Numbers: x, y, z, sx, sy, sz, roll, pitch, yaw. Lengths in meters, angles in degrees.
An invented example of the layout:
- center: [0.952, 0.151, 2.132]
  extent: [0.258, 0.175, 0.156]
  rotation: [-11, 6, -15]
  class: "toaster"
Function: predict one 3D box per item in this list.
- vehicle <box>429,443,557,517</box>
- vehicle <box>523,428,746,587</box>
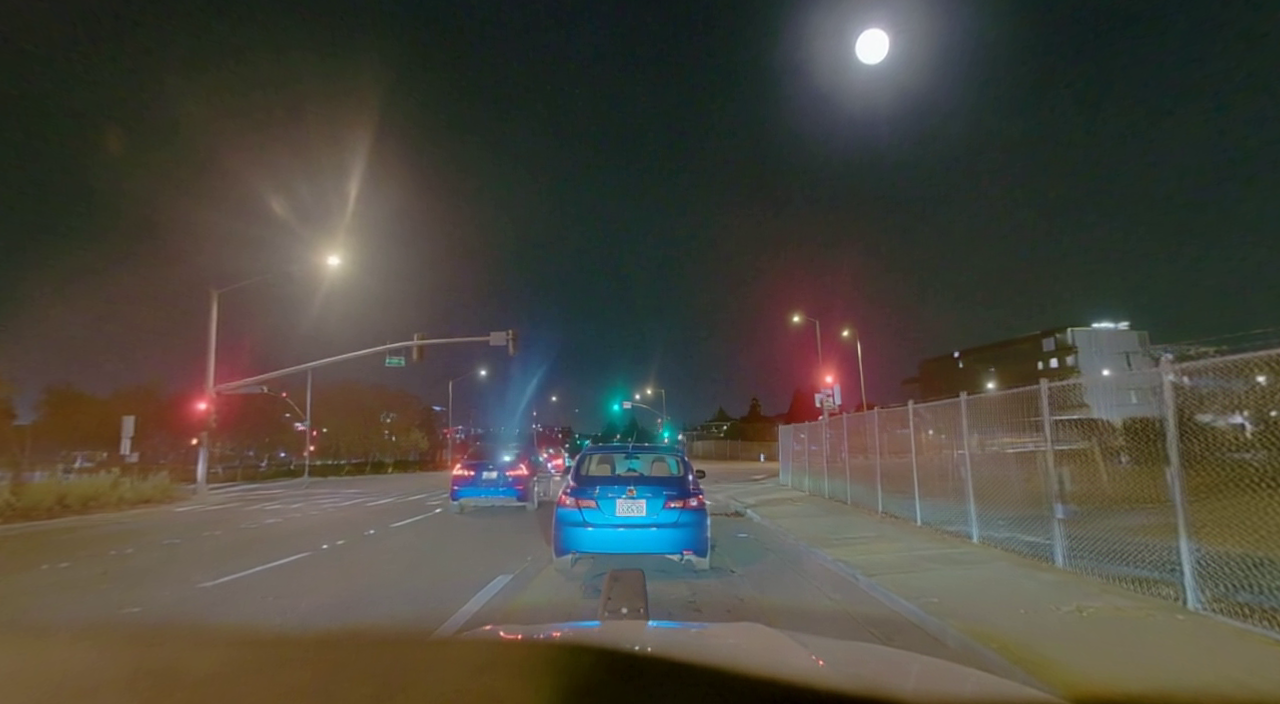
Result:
- center: [-3.272, 2.946, 15.046]
  extent: [1.971, 1.488, 4.581]
  rotation: [0, -9, 0]
  class: "vehicle"
- center: [-0.080, 1.808, 8.157]
  extent: [2.144, 1.514, 4.063]
  rotation: [0, -9, -1]
  class: "vehicle"
